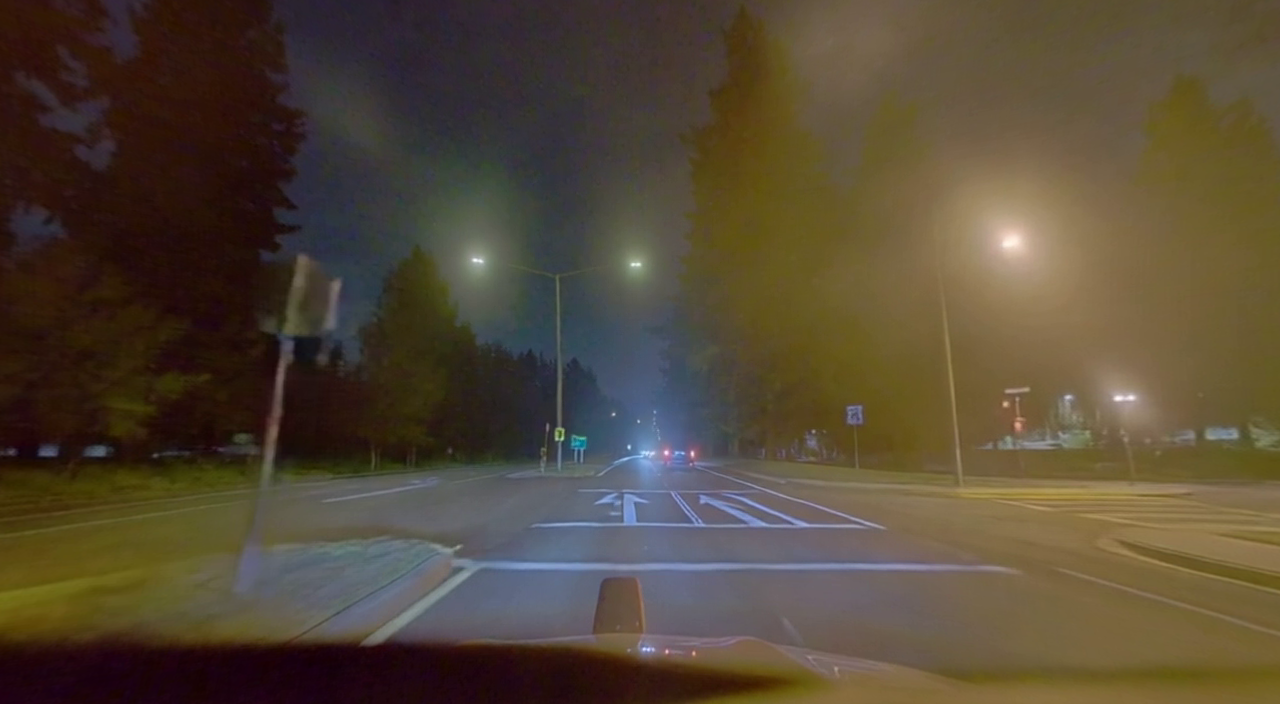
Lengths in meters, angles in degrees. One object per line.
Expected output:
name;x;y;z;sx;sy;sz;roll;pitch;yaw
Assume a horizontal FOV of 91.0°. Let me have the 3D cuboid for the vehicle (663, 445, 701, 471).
vehicle;2.582;6.717;40.044;2.044;1.537;4.528;0;-8;-1
